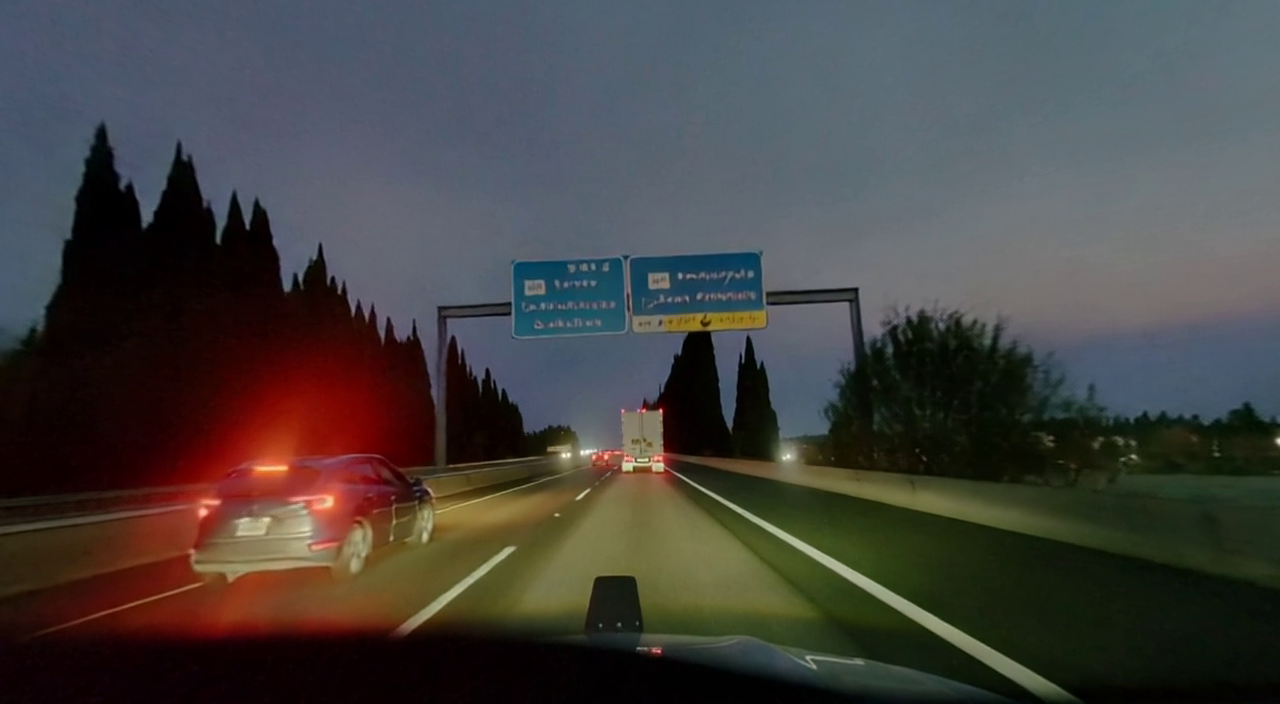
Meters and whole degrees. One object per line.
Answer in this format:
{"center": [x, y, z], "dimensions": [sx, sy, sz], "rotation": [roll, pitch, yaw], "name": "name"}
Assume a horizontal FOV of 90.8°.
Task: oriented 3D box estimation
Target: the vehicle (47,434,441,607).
{"center": [-4.085, 1.785, 7.598], "dimensions": [1.968, 1.460, 4.227], "rotation": [0, -9, 0], "name": "vehicle"}

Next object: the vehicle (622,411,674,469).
{"center": [0.356, 7.067, 49.542], "dimensions": [3.341, 3.725, 18.015], "rotation": [0, -9, -1], "name": "vehicle"}
